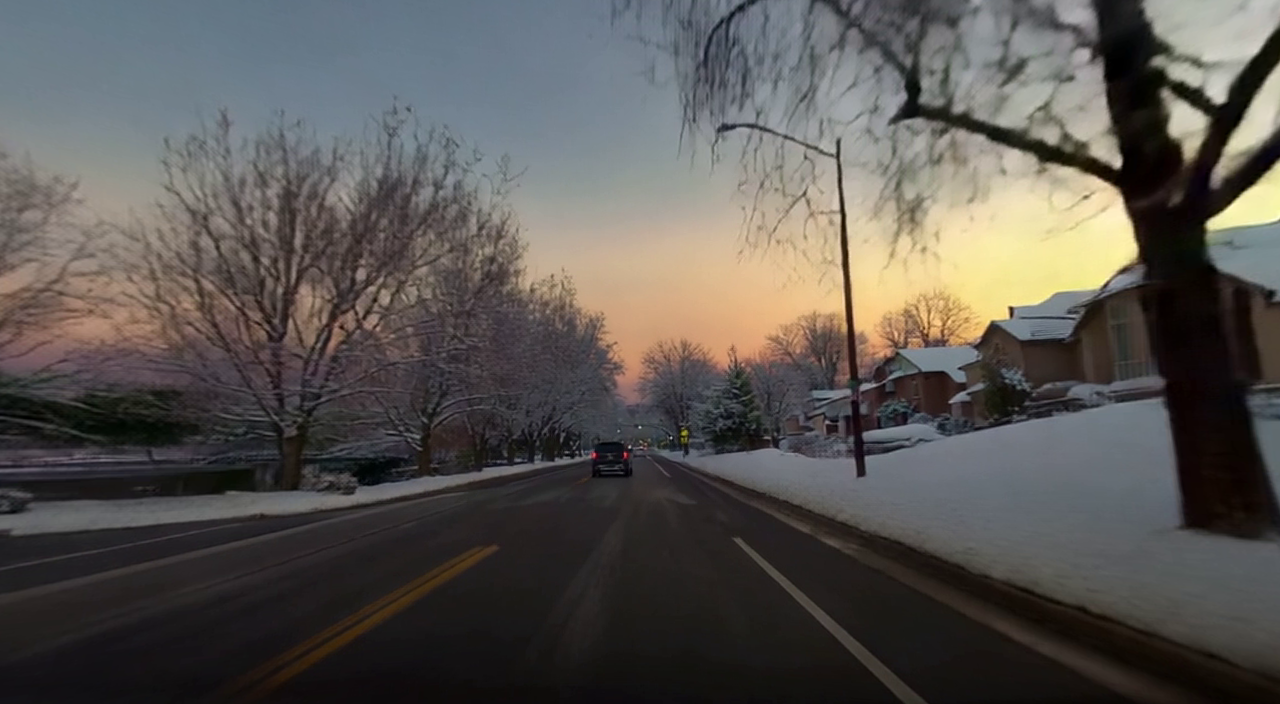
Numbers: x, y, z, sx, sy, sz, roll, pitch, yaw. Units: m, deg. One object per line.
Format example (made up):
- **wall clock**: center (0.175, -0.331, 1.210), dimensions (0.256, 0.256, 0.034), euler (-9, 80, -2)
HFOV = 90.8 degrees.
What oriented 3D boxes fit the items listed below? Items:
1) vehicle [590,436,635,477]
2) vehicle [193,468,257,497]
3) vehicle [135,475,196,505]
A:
- **vehicle**: center (-1.412, 5.634, 34.287), dimensions (2.210, 2.023, 4.663), euler (0, -8, 0)
- **vehicle**: center (-31.068, 9.743, 47.295), dimensions (3.633, 1.696, 1.754), euler (-6, -9, 0)
- **vehicle**: center (-29.965, 8.683, 40.033), dimensions (1.926, 1.552, 4.355), euler (3, -9, -21)
